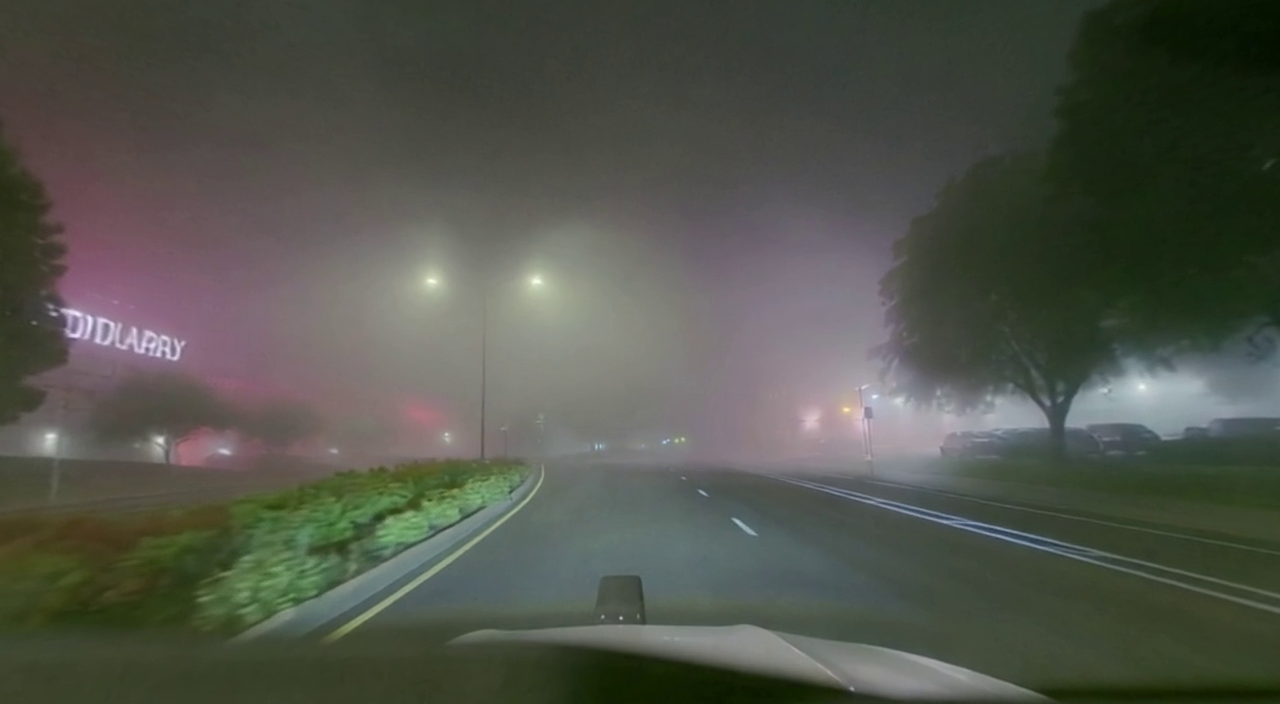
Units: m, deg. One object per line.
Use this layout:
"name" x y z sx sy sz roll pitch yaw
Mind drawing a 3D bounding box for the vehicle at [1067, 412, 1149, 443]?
"vehicle" 33.498 5.489 45.390 1.914 1.913 4.628 -6 -8 -4

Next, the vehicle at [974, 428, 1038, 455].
"vehicle" 25.768 6.304 44.653 1.874 1.808 4.159 1 -8 -3

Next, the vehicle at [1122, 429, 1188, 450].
"vehicle" 36.465 6.221 44.850 1.578 1.401 3.547 -2 -8 -2

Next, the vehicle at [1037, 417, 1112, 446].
"vehicle" 31.217 5.789 45.582 2.007 1.782 4.355 -3 -9 -5

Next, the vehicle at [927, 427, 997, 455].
"vehicle" 22.847 6.333 45.111 2.133 1.853 5.009 1 -8 -3

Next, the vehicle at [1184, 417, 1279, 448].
"vehicle" 42.238 5.699 44.525 2.191 2.019 6.051 0 -8 -2
